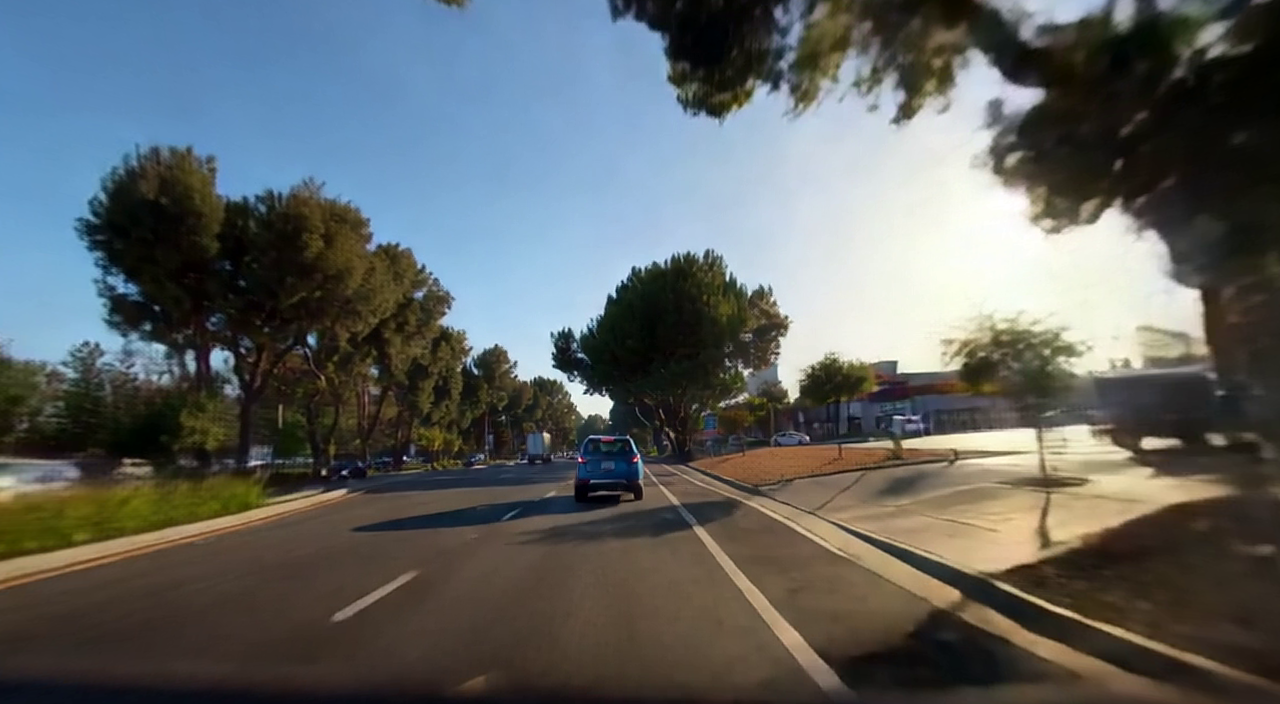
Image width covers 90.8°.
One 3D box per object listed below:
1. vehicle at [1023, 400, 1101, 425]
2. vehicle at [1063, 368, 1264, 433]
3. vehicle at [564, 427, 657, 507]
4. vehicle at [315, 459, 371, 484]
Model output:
[{"bbox_3d":[32.371,4.700,48.584,1.851,1.595,4.463,3,-10,-28],"label":"vehicle"},{"bbox_3d":[13.286,1.284,16.206,3.652,1.481,1.632,-1,-8,-1],"label":"vehicle"},{"bbox_3d":[-0.722,2.960,16.639,2.131,1.761,4.242,-1,-9,-1],"label":"vehicle"},{"bbox_3d":[-20.034,8.043,42.773,1.945,1.444,4.406,0,-9,-4],"label":"vehicle"}]
